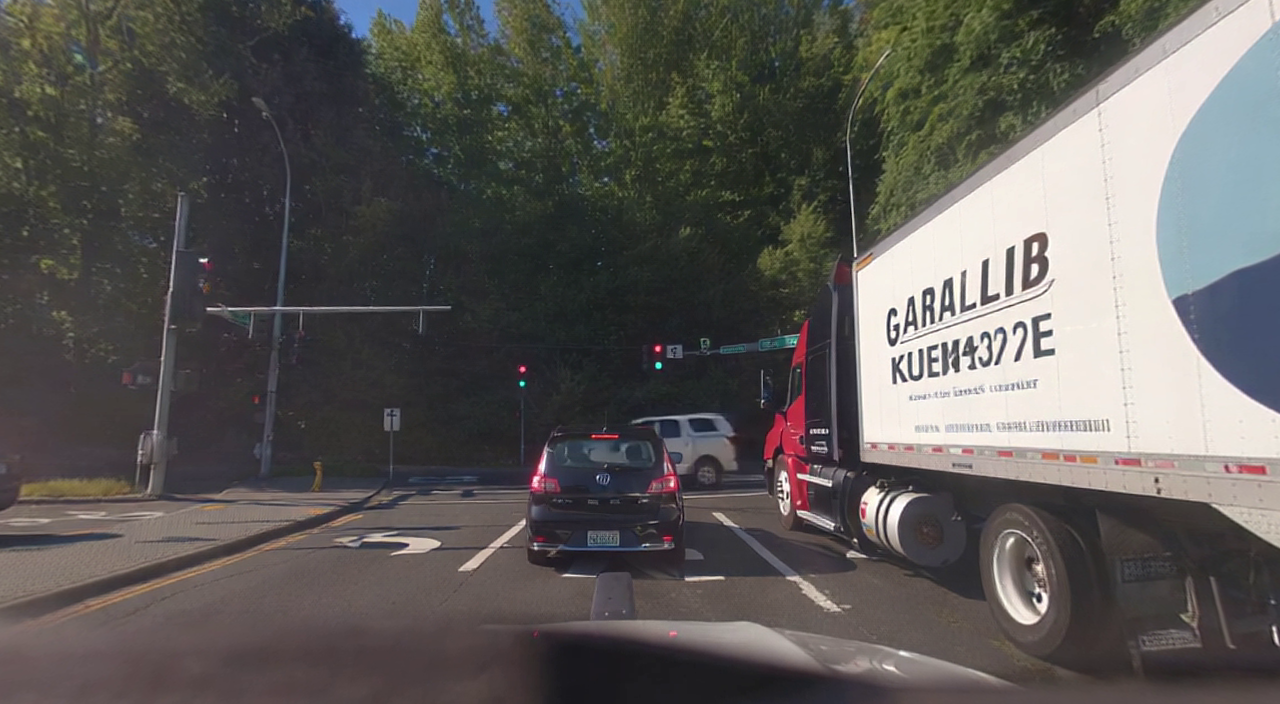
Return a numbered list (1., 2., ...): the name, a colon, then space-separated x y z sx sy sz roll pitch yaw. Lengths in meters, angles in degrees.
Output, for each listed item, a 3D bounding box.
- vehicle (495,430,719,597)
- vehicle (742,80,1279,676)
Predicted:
1. vehicle: -0.327 1.712 7.427 1.975 1.457 3.526 0 -9 -1
2. vehicle: 3.569 0.781 8.784 2.884 3.753 9.763 0 -9 2
